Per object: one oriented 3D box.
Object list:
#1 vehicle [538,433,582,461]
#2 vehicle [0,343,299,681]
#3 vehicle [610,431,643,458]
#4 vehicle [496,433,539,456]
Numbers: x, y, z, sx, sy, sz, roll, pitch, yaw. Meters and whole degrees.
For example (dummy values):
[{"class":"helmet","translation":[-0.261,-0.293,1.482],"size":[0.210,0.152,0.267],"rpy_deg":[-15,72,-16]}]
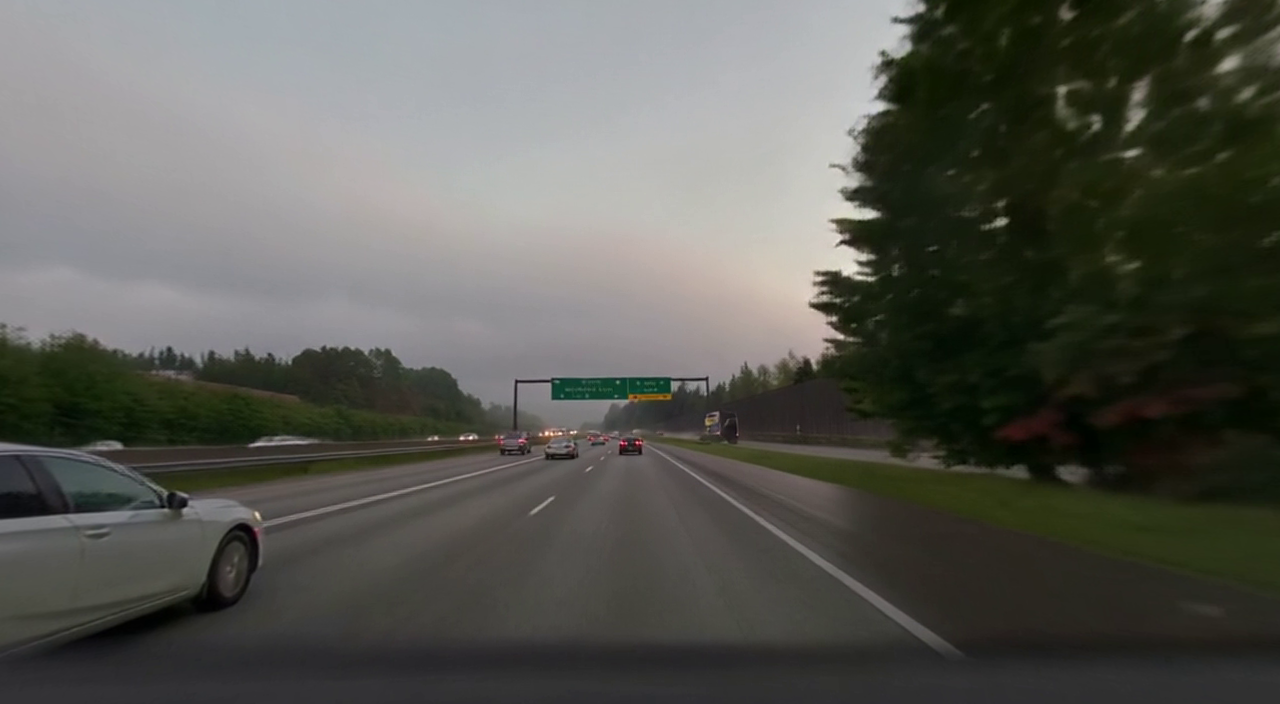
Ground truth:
[{"class":"vehicle","translation":[-4.421,5.311,35.291],"size":[1.909,1.445,4.087],"rpy_deg":[0,-8,0]},{"class":"vehicle","translation":[-4.485,0.984,4.231],"size":[1.971,1.822,4.366],"rpy_deg":[0,-8,-1]},{"class":"vehicle","translation":[-0.831,5.785,39.622],"size":[2.002,1.611,3.778],"rpy_deg":[0,-8,0]},{"class":"vehicle","translation":[-8.295,6.314,43.109],"size":[1.953,1.524,4.863],"rpy_deg":[0,-8,0]}]
